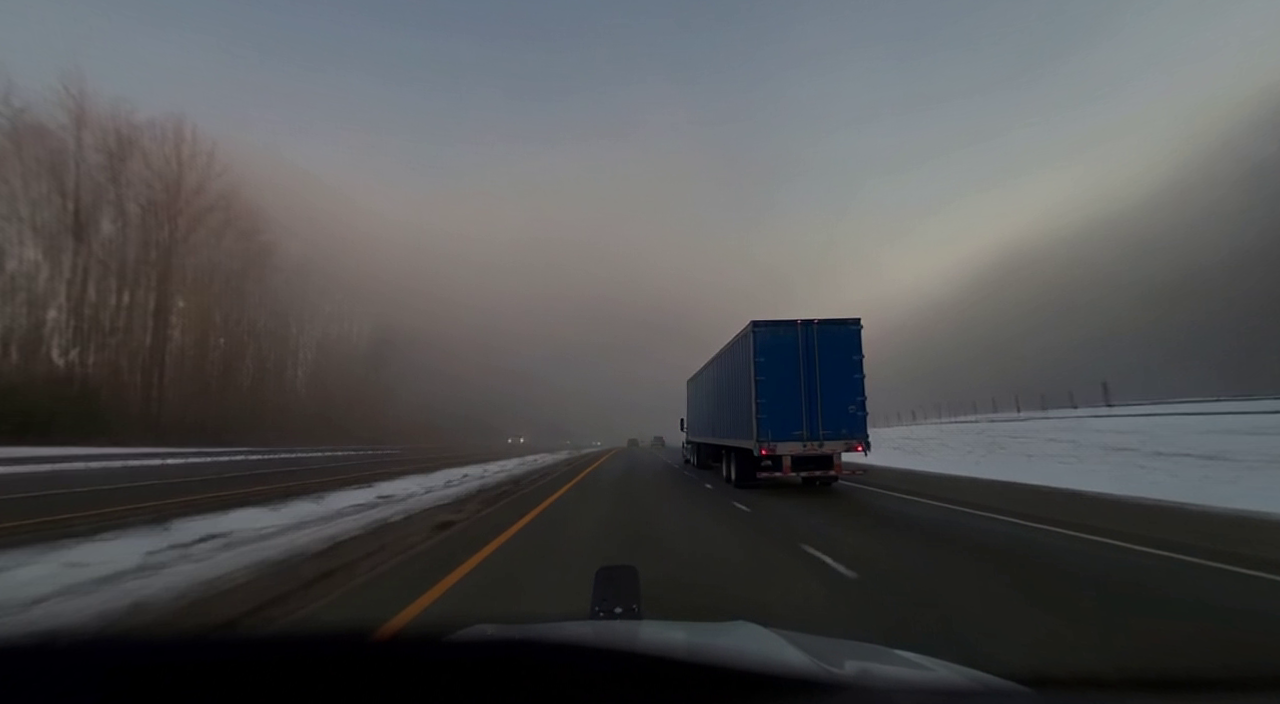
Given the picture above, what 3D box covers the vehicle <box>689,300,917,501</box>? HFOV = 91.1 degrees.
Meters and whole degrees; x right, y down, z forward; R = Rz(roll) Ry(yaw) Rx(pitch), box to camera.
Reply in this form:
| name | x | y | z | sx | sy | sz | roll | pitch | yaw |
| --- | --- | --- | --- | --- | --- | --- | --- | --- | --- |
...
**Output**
| name | x | y | z | sx | sy | sz | roll | pitch | yaw |
| --- | --- | --- | --- | --- | --- | --- | --- | --- | --- |
| vehicle | 4.094 | 2.159 | 21.910 | 3.203 | 4.273 | 17.131 | 0 | -8 | -1 |
